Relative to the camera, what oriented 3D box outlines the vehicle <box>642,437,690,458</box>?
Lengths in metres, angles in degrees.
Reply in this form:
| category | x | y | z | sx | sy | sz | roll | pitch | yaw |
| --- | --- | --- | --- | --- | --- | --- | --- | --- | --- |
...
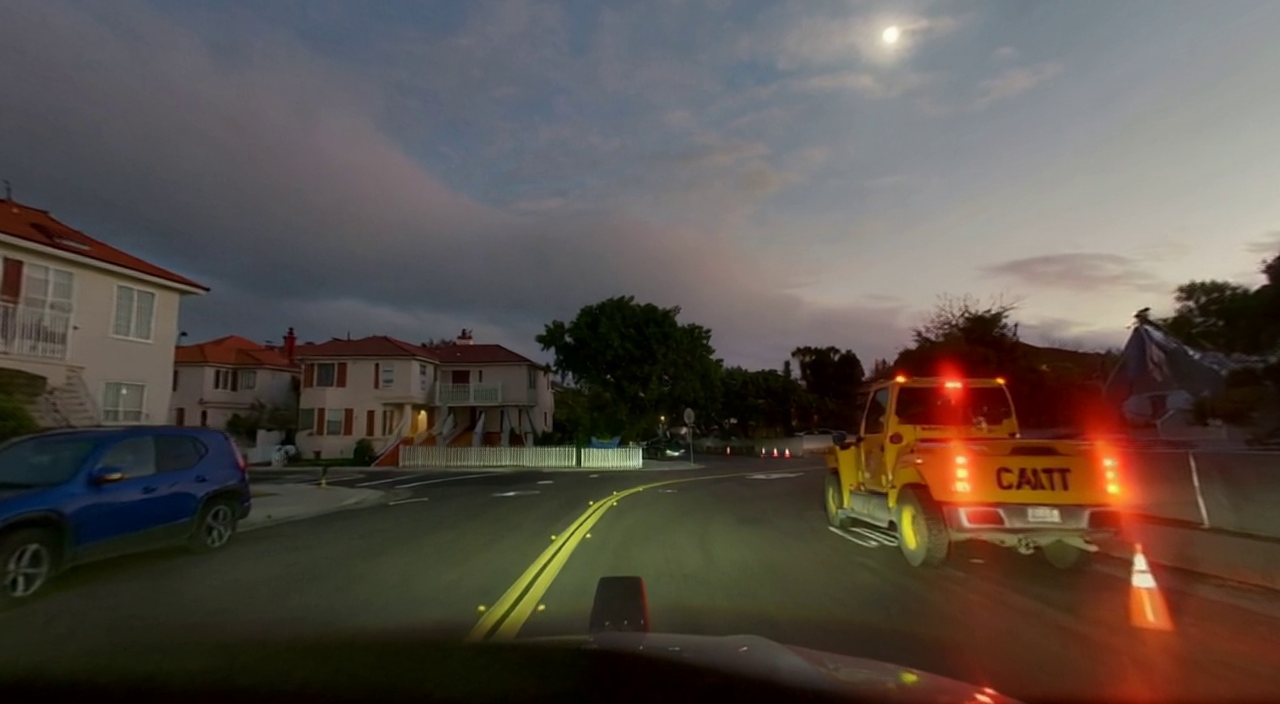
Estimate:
| category | x | y | z | sx | sy | sz | roll | pitch | yaw |
| --- | --- | --- | --- | --- | --- | --- | --- | --- | --- |
| vehicle | 1.962 | 7.441 | 49.251 | 3.629 | 1.578 | 1.802 | 0 | -9 | -1 |

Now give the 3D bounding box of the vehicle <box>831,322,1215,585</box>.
| category | x | y | z | sx | sy | sz | roll | pitch | yaw |
| --- | --- | --- | --- | --- | --- | --- | --- | --- | --- |
| vehicle | 4.383 | 1.249 | 8.132 | 2.501 | 2.613 | 3.505 | 1 | -9 | -3 |

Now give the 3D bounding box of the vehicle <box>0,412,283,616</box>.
| category | x | y | z | sx | sy | sz | roll | pitch | yaw |
| --- | --- | --- | --- | --- | --- | --- | --- | --- | --- |
| vehicle | -6.686 | 1.668 | 7.301 | 2.220 | 1.765 | 4.799 | 0 | -8 | 1 |
